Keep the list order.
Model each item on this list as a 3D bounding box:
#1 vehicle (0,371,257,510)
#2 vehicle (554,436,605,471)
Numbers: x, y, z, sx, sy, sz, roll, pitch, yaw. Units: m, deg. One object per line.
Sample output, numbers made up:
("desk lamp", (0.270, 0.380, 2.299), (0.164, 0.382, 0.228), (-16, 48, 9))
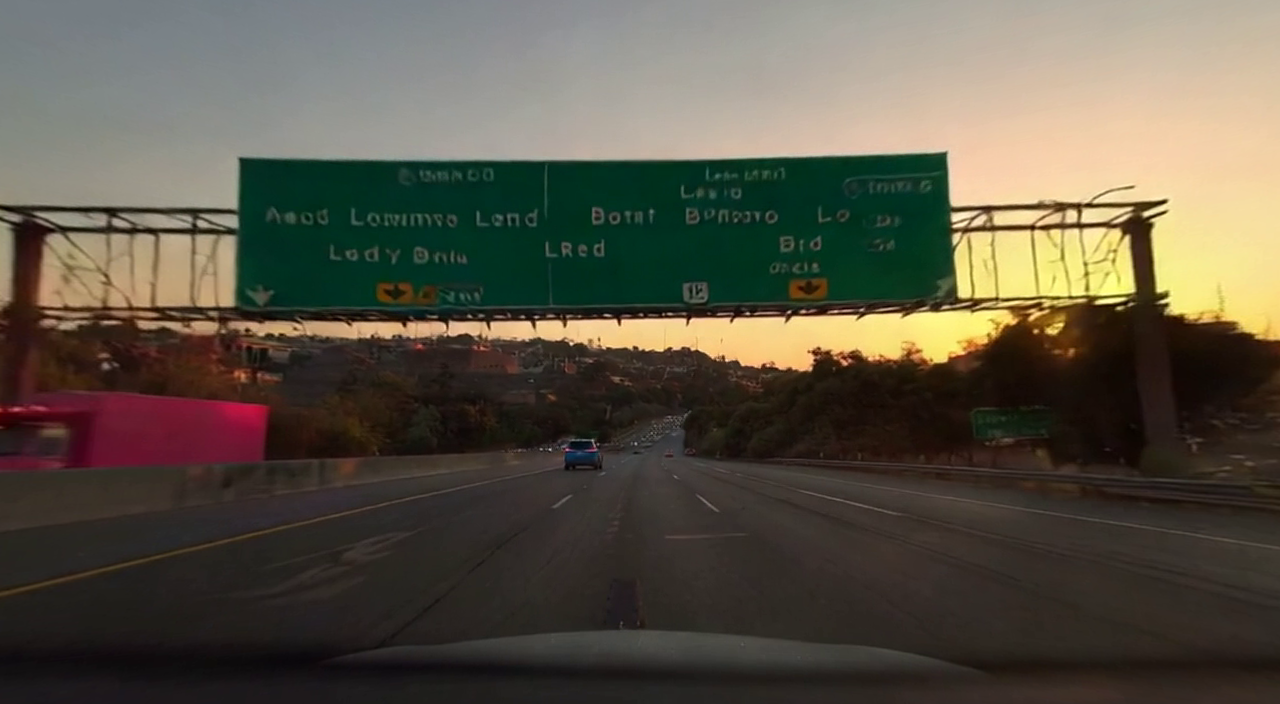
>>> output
("vehicle", (-19.418, 3.318, 23.488), (3.063, 3.922, 11.054), (0, -9, 1))
("vehicle", (-3.592, 6.175, 38.538), (2.431, 1.928, 5.760), (0, -9, 1))
